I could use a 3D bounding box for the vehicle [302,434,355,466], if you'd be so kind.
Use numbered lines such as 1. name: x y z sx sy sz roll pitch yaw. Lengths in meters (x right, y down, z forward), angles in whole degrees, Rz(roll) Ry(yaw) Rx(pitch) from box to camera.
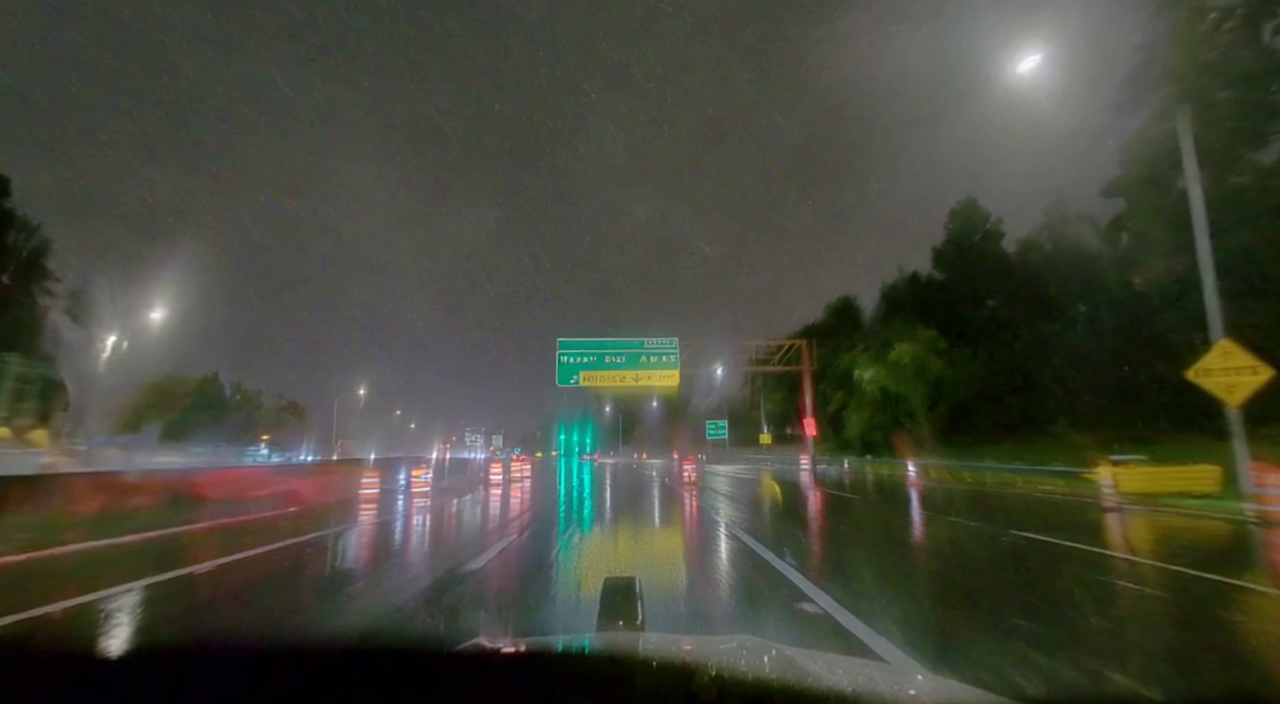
1. vehicle: -18.752 5.908 38.019 1.722 1.835 3.286 0 -9 -5

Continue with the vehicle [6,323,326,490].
1. vehicle: -14.881 2.179 21.207 4.494 4.430 7.701 3 -11 -2

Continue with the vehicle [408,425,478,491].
1. vehicle: -8.111 4.362 26.233 1.925 2.542 3.048 0 -8 -1
